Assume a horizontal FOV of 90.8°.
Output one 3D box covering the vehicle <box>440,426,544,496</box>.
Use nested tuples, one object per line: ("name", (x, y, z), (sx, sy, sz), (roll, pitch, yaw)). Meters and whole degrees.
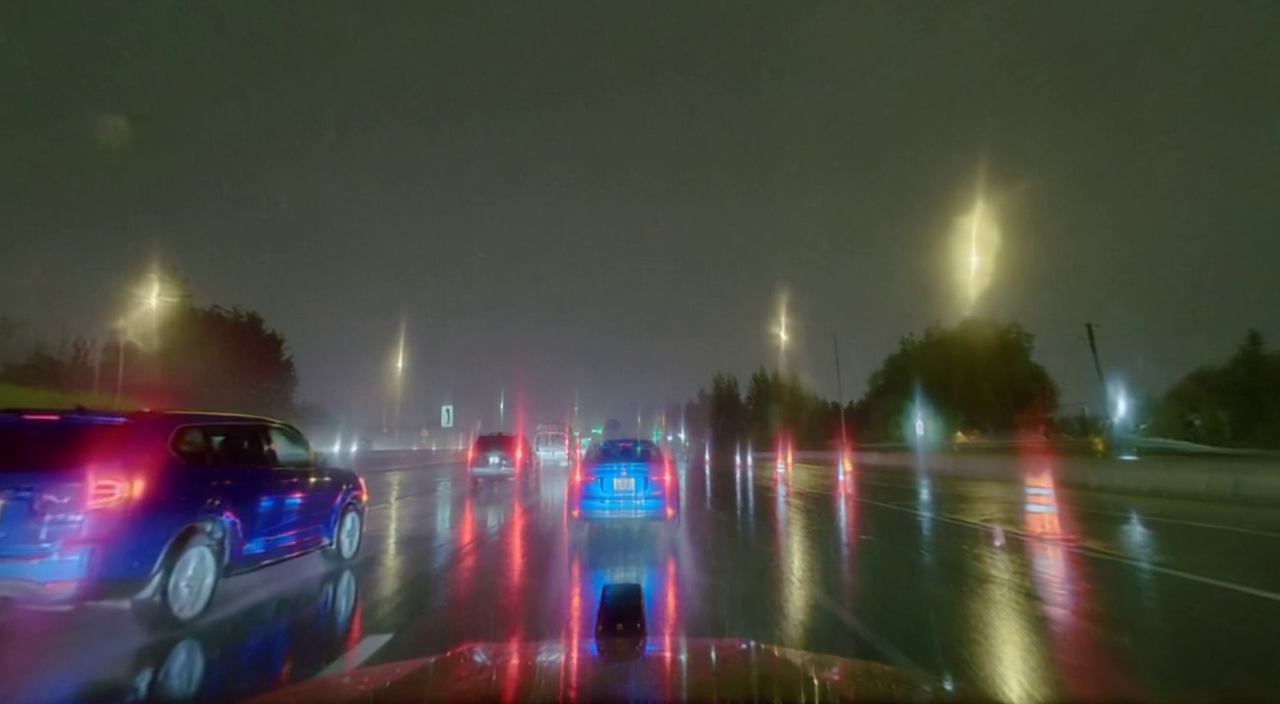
("vehicle", (-3.990, 3.010, 17.805), (1.982, 1.727, 4.057), (0, -9, -1))

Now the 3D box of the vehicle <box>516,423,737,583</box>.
("vehicle", (-0.196, 1.716, 8.006), (2.069, 1.484, 3.982), (0, -8, -2))

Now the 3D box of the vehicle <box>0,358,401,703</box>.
("vehicle", (-3.699, 1.177, 5.081), (2.025, 1.708, 4.089), (0, -9, -2))
